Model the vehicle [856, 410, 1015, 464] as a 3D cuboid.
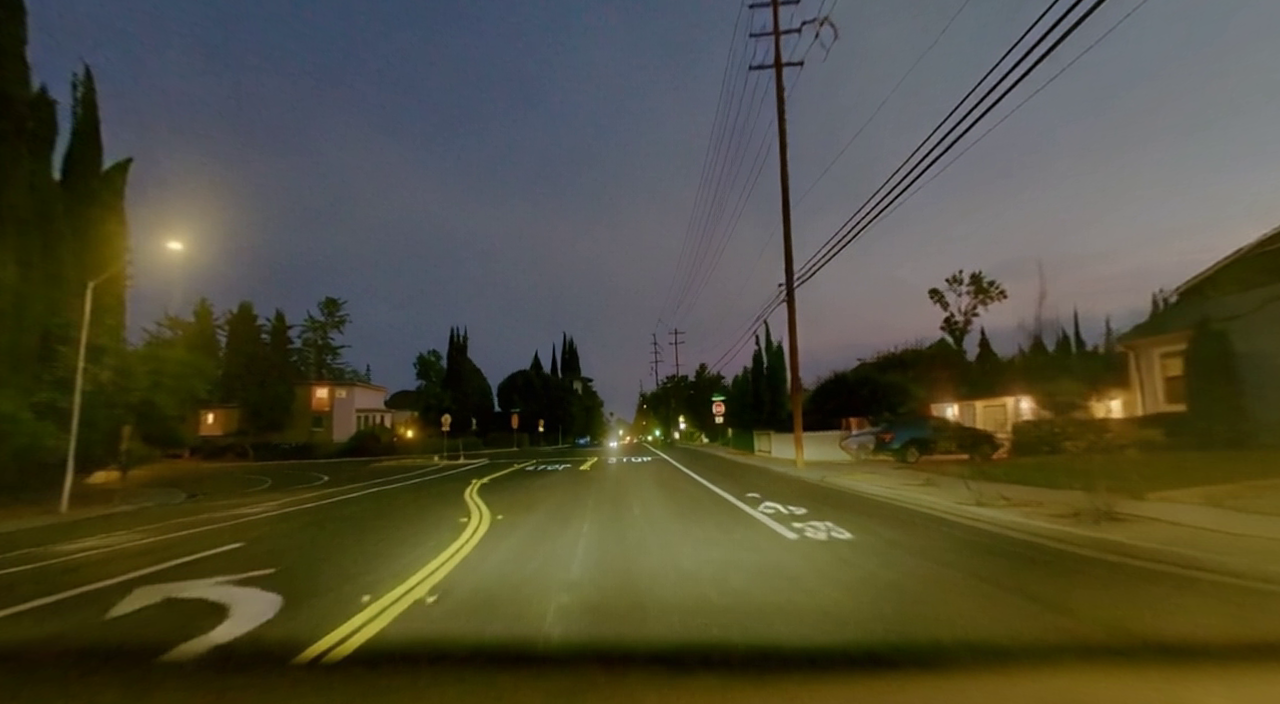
[{"bbox_3d":[10.413,3.053,22.609,4.544,1.807,2.204,0,-8,3],"label":"vehicle"}]
